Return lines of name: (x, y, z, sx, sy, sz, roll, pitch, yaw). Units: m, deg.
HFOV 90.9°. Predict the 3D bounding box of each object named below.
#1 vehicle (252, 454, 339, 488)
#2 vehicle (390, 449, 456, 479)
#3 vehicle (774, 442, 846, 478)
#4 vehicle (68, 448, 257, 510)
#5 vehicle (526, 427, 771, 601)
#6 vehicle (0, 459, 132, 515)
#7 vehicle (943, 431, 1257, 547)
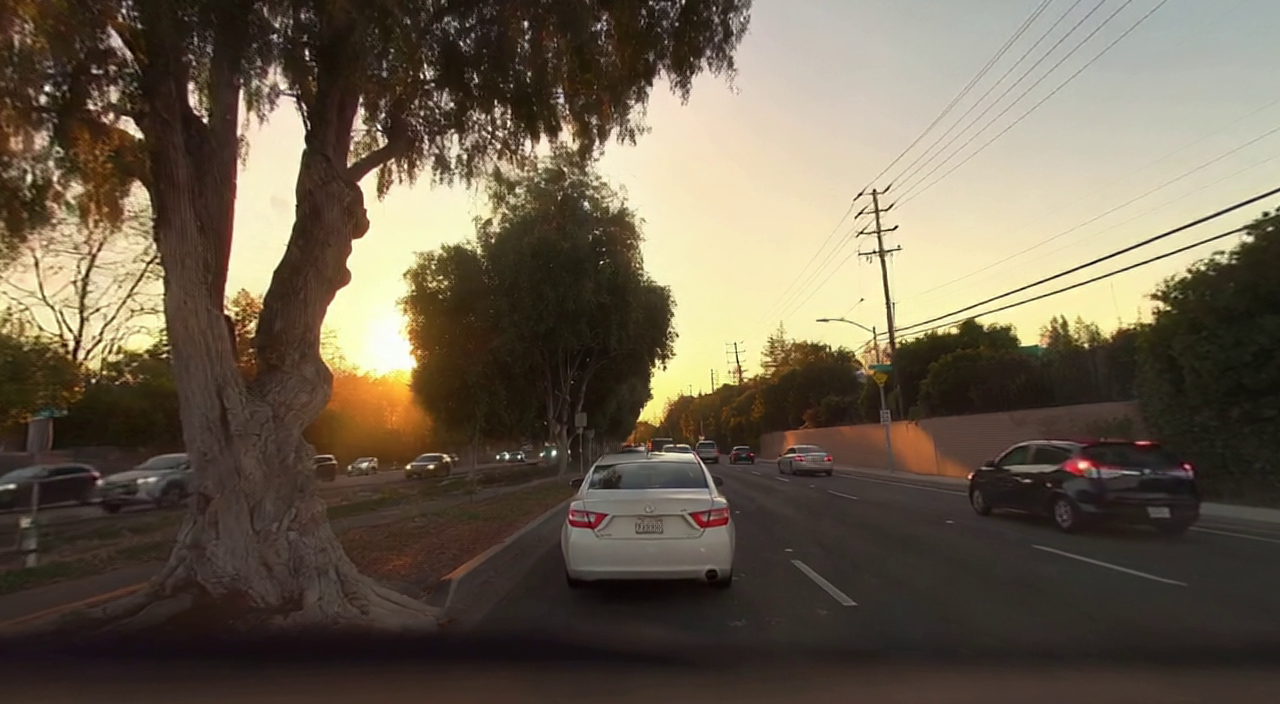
vehicle: (-16.694, 5.754, 30.854, 1.856, 1.452, 4.530, 0, -8, -3)
vehicle: (-11.835, 6.125, 34.716, 1.988, 1.486, 4.586, 0, -8, 1)
vehicle: (7.496, 4.791, 28.280, 1.899, 1.458, 4.499, 0, -8, 0)
vehicle: (-14.992, 3.978, 20.302, 2.291, 1.682, 4.835, 0, -8, 0)
vehicle: (0.069, 1.694, 7.476, 2.108, 1.479, 3.935, 0, -8, 0)
vehicle: (-19.334, 4.307, 20.518, 1.853, 1.489, 4.449, 0, -8, 0)
vehicle: (7.046, 2.102, 10.448, 1.850, 1.480, 4.474, 0, -8, 0)
